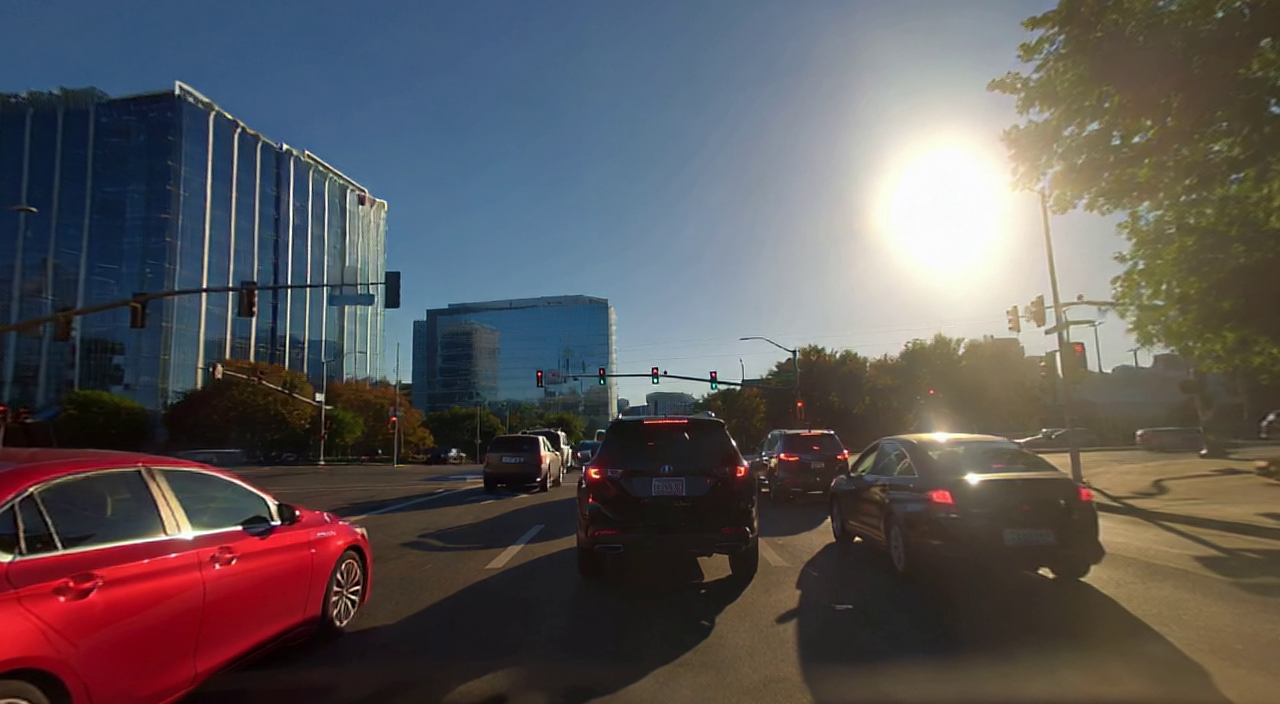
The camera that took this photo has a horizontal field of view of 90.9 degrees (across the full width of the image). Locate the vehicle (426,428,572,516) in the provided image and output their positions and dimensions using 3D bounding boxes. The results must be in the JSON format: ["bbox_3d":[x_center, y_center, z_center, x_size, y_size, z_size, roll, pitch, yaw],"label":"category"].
[{"bbox_3d":[-2.689,2.389,13.059,1.851,1.502,4.042,0,-8,4],"label":"vehicle"}]

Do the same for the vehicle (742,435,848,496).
[{"bbox_3d":[4.096,3.059,17.348,1.979,1.453,4.011,0,-8,1],"label":"vehicle"}]

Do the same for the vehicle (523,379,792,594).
[{"bbox_3d":[0.204,1.466,7.659,2.300,1.832,4.331,0,-8,1],"label":"vehicle"}]

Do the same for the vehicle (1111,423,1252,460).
[{"bbox_3d":[23.846,3.965,27.950,4.026,1.573,2.271,-1,-8,7],"label":"vehicle"}]

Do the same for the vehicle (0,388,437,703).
[{"bbox_3d":[-3.226,1.195,4.402,1.958,1.494,4.624,0,-8,2],"label":"vehicle"}]
